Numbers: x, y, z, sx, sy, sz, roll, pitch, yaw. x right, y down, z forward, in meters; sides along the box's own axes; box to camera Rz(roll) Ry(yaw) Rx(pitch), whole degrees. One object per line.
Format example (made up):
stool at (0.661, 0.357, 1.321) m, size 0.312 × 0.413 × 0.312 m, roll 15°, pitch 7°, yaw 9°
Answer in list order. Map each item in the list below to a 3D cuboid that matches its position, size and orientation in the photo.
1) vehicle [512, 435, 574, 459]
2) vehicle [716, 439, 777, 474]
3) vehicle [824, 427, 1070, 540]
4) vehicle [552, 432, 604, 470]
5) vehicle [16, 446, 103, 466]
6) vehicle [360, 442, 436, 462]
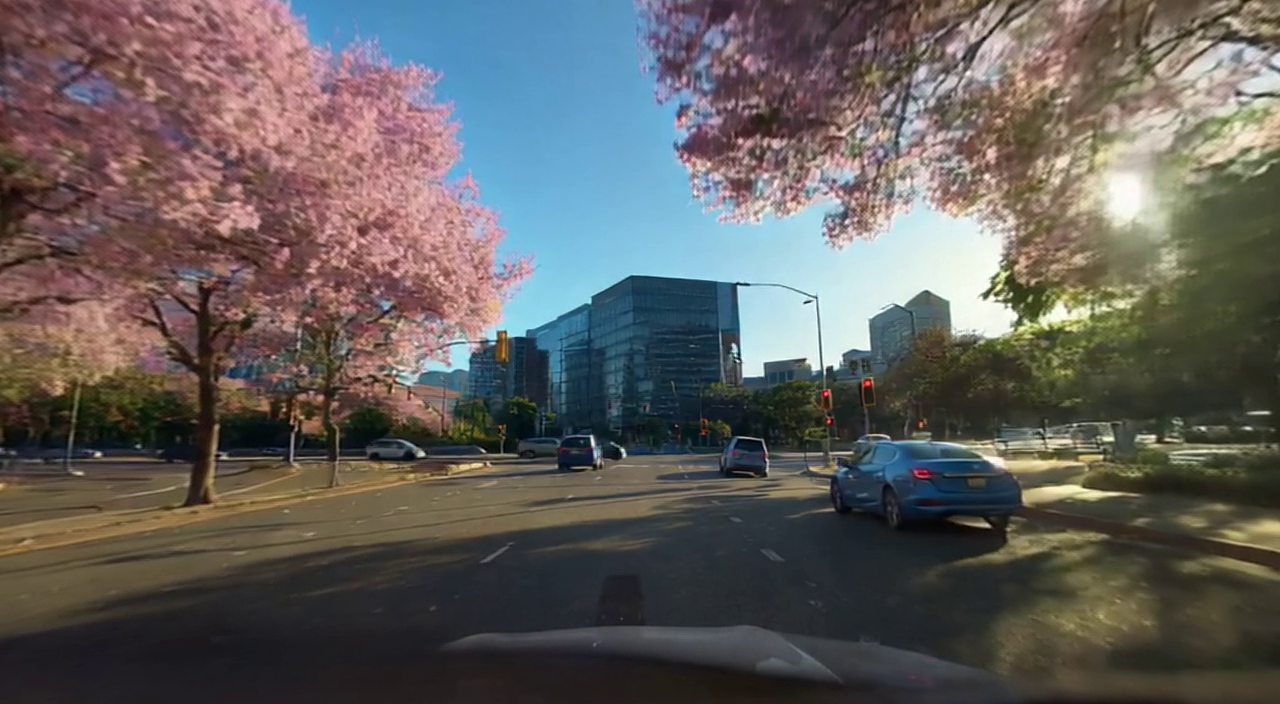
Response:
vehicle at (-7.602, 7.480, 49.900) m, size 4.567 × 1.810 × 1.880 m, roll 0°, pitch -9°, yaw 1°
vehicle at (4.761, 4.745, 28.801) m, size 2.007 × 1.466 × 4.291 m, roll 0°, pitch -9°, yaw 0°
vehicle at (4.817, 2.118, 10.796) m, size 2.019 × 1.518 × 4.285 m, roll 0°, pitch -9°, yaw 0°
vehicle at (-2.953, 4.862, 31.071) m, size 1.995 × 1.703 × 4.367 m, roll 0°, pitch -9°, yaw 2°
vehicle at (-42.908, 7.694, 46.774) m, size 4.526 × 1.452 × 1.920 m, roll 0°, pitch -8°, yaw 0°
vehicle at (-17.809, 7.381, 46.645) m, size 4.829 × 1.470 × 1.874 m, roll 0°, pitch -9°, yaw 0°
